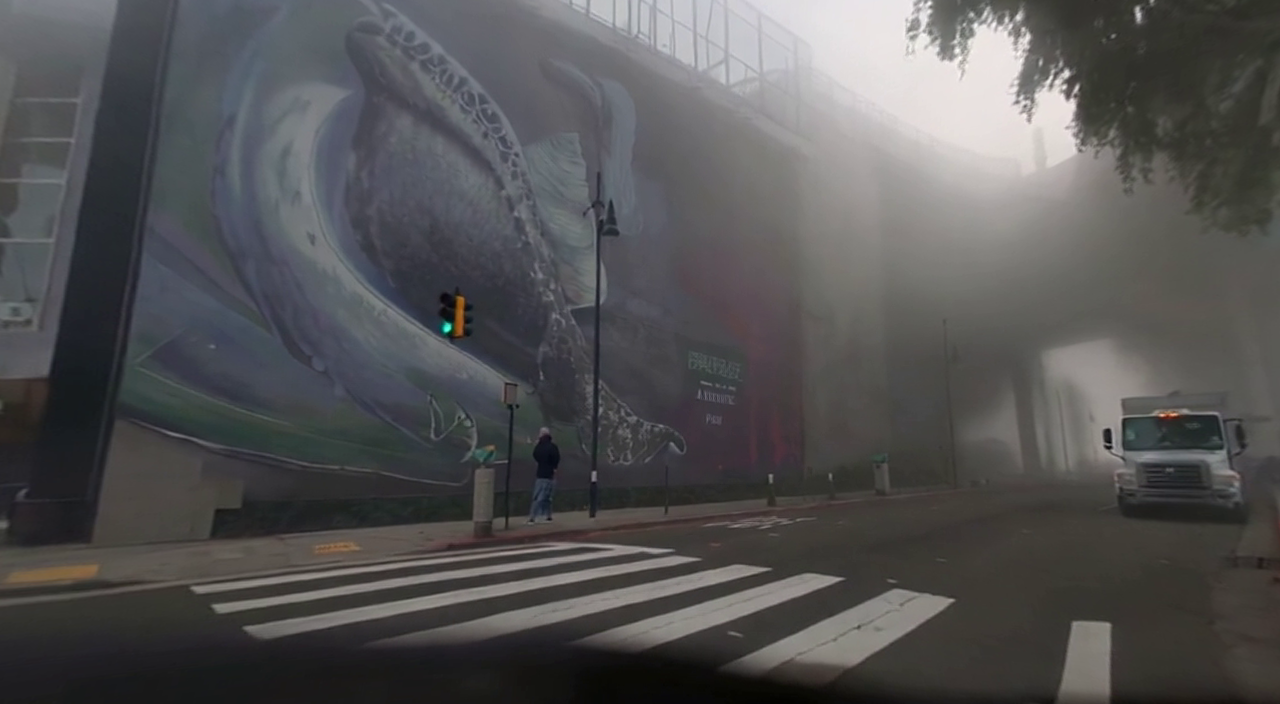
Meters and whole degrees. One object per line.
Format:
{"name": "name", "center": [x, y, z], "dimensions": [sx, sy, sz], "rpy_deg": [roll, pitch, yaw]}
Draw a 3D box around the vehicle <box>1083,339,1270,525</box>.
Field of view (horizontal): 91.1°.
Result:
{"name": "vehicle", "center": [15.212, 2.276, 17.543], "dimensions": [2.849, 3.893, 9.347], "rpy_deg": [-8, -12, 43]}
